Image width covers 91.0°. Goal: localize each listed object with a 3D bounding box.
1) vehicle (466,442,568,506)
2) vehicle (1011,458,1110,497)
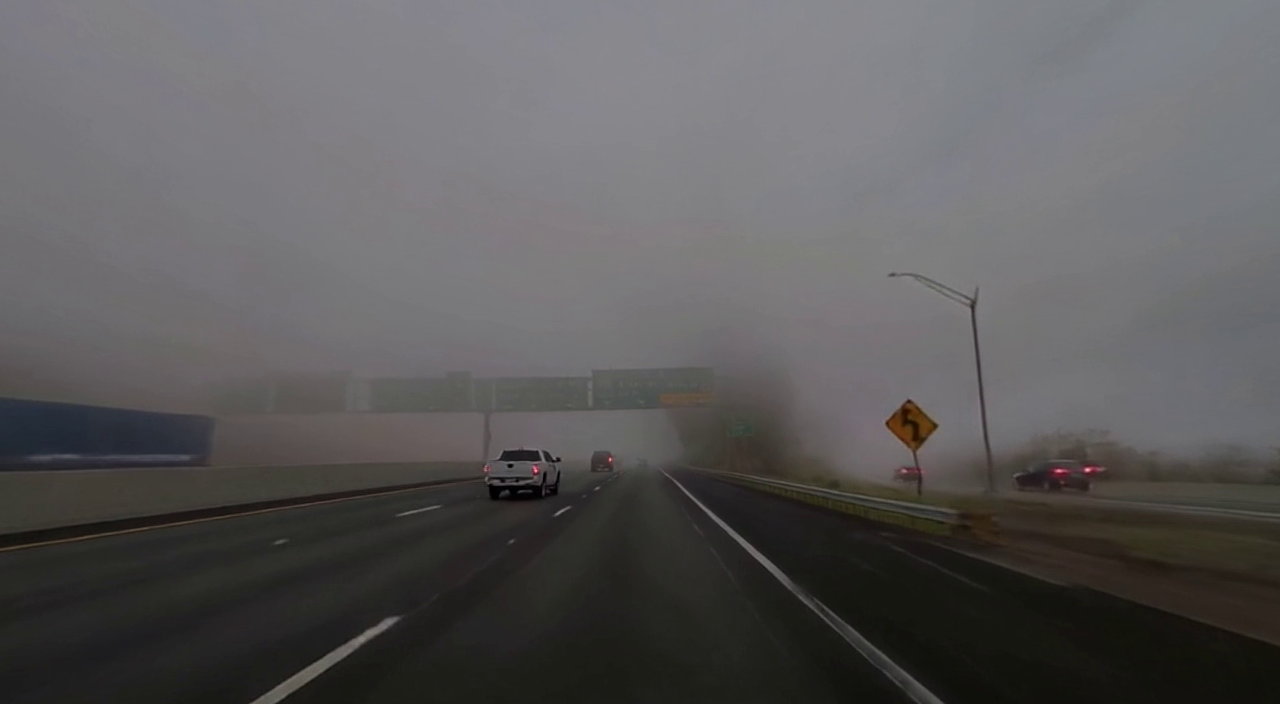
[{"bbox_3d":[-3.719,3.794,20.057,2.162,1.747,4.791,0,-9,1],"label":"vehicle"},{"bbox_3d":[21.978,6.540,33.203,2.033,1.794,5.116,-1,-9,6],"label":"vehicle"}]
